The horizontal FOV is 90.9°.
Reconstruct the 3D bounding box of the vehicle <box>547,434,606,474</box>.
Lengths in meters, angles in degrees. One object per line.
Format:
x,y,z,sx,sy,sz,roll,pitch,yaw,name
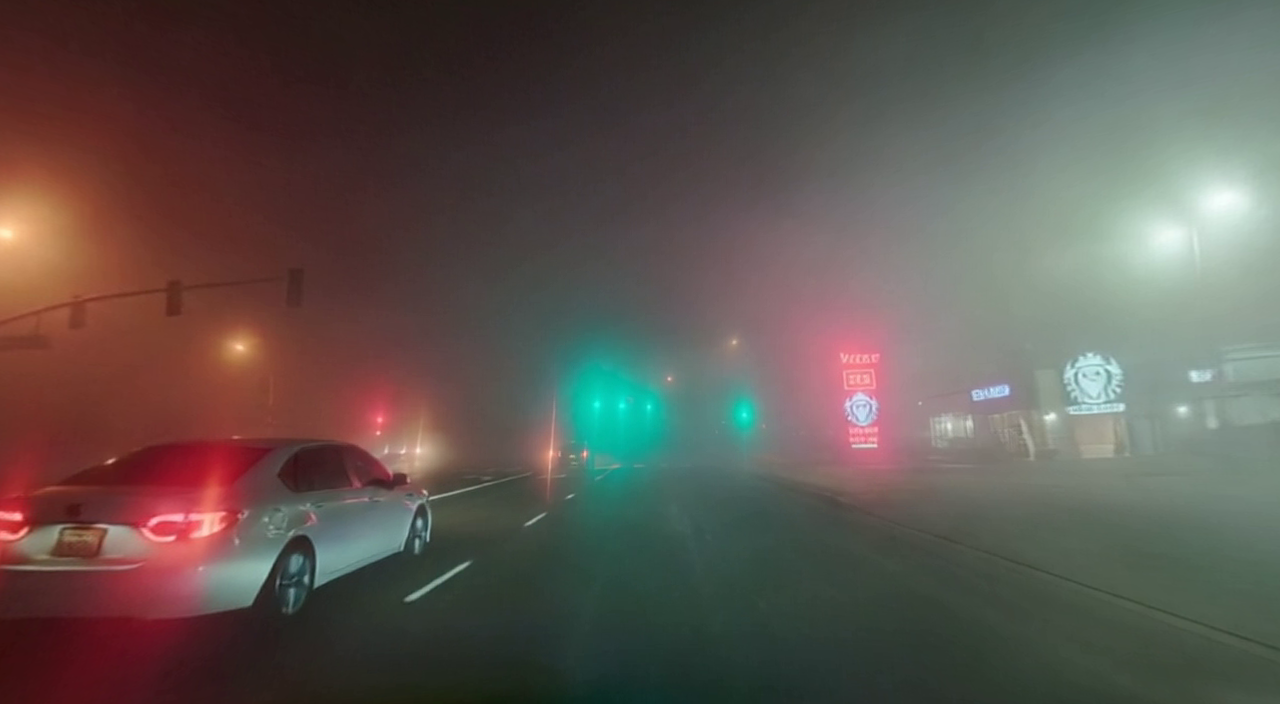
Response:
-2.828,4.675,29.088,2.109,1.692,4.220,0,-8,3,vehicle

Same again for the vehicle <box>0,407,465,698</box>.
-3.202,1.356,5.508,2.018,1.477,4.401,0,-8,1,vehicle
